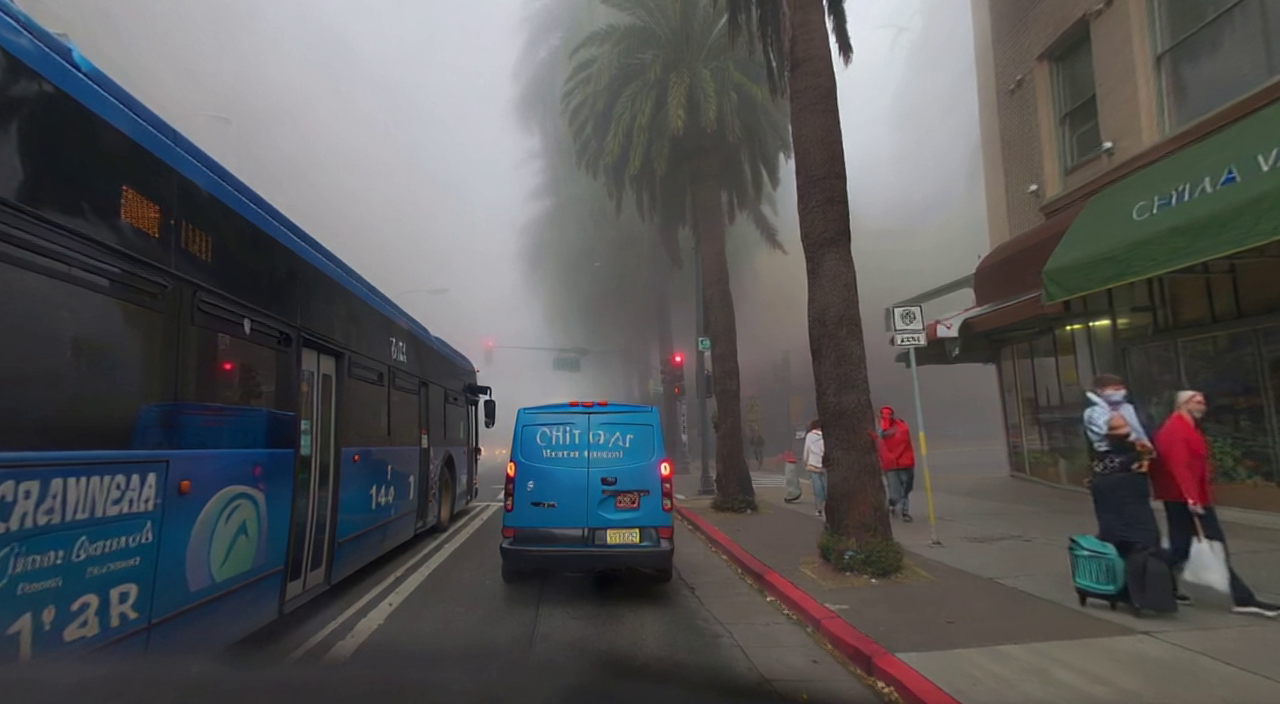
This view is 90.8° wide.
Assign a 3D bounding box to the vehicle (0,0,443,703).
[{"bbox_3d":[-3.720,0.132,2.851,2.863,3.233,11.573,1,-8,-5],"label":"vehicle"}]

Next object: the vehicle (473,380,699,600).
[{"bbox_3d":[-0.793,1.524,7.801,2.002,1.907,4.211,1,-9,-9],"label":"vehicle"}]
